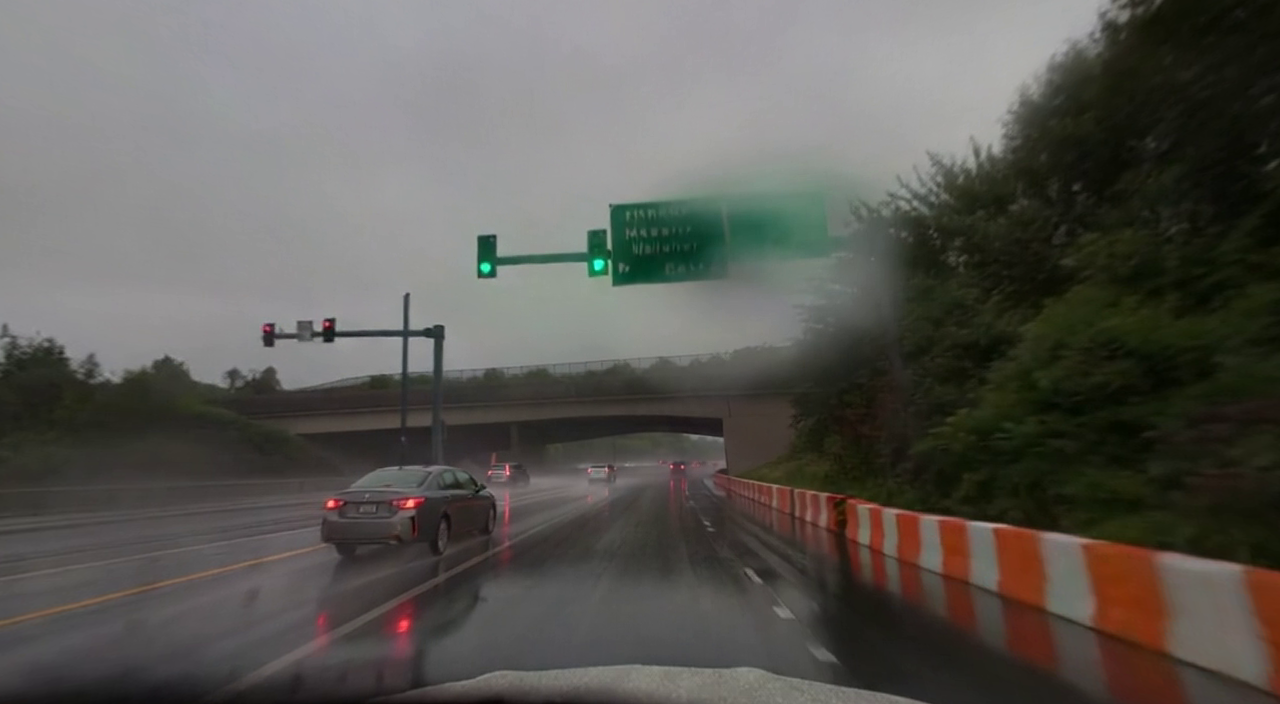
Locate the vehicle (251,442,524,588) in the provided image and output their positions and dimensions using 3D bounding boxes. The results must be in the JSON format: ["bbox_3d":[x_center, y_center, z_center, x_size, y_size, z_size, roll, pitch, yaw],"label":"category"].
[{"bbox_3d":[-2.977,2.032,8.463,1.992,1.466,3.690,0,-10,2],"label":"vehicle"}]
